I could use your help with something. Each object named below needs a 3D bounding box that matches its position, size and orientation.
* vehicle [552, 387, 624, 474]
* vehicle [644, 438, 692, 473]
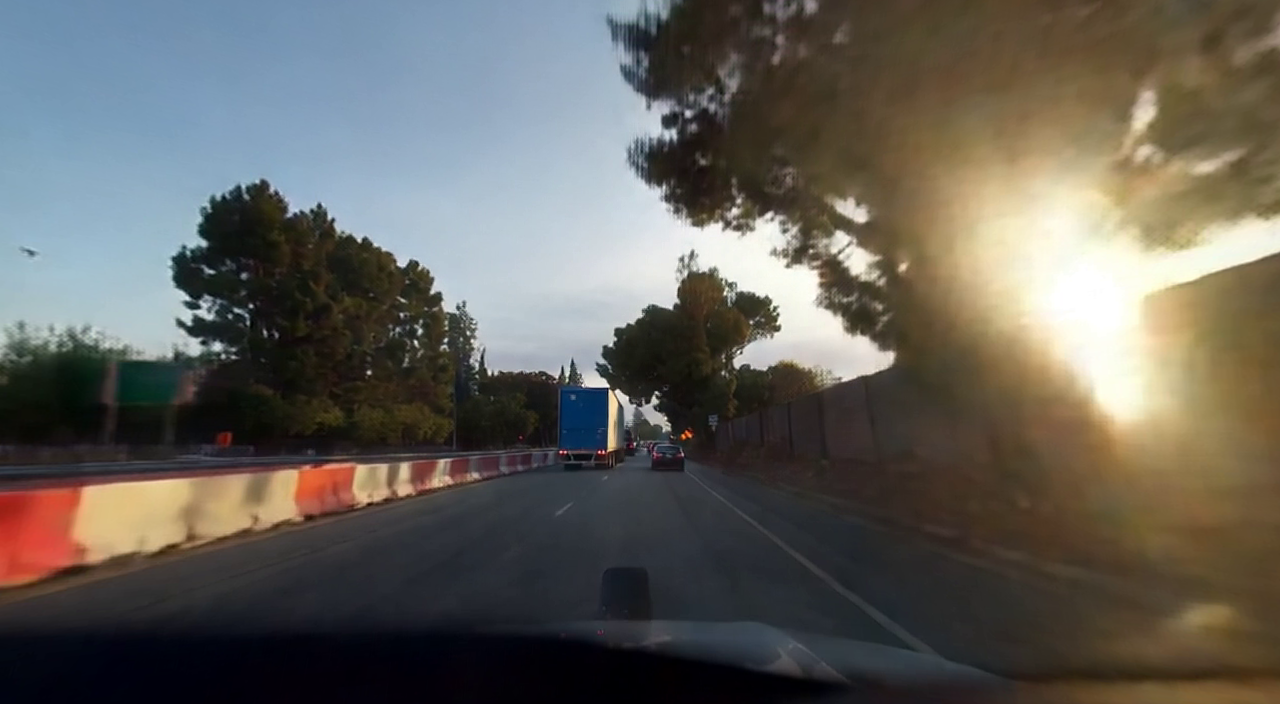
[{"bbox_3d":[-2.684,4.890,38.149,2.906,4.115,15.715,0,-8,1],"label":"vehicle"},{"bbox_3d":[1.387,5.356,32.888,2.304,1.675,4.462,0,-8,0],"label":"vehicle"}]
